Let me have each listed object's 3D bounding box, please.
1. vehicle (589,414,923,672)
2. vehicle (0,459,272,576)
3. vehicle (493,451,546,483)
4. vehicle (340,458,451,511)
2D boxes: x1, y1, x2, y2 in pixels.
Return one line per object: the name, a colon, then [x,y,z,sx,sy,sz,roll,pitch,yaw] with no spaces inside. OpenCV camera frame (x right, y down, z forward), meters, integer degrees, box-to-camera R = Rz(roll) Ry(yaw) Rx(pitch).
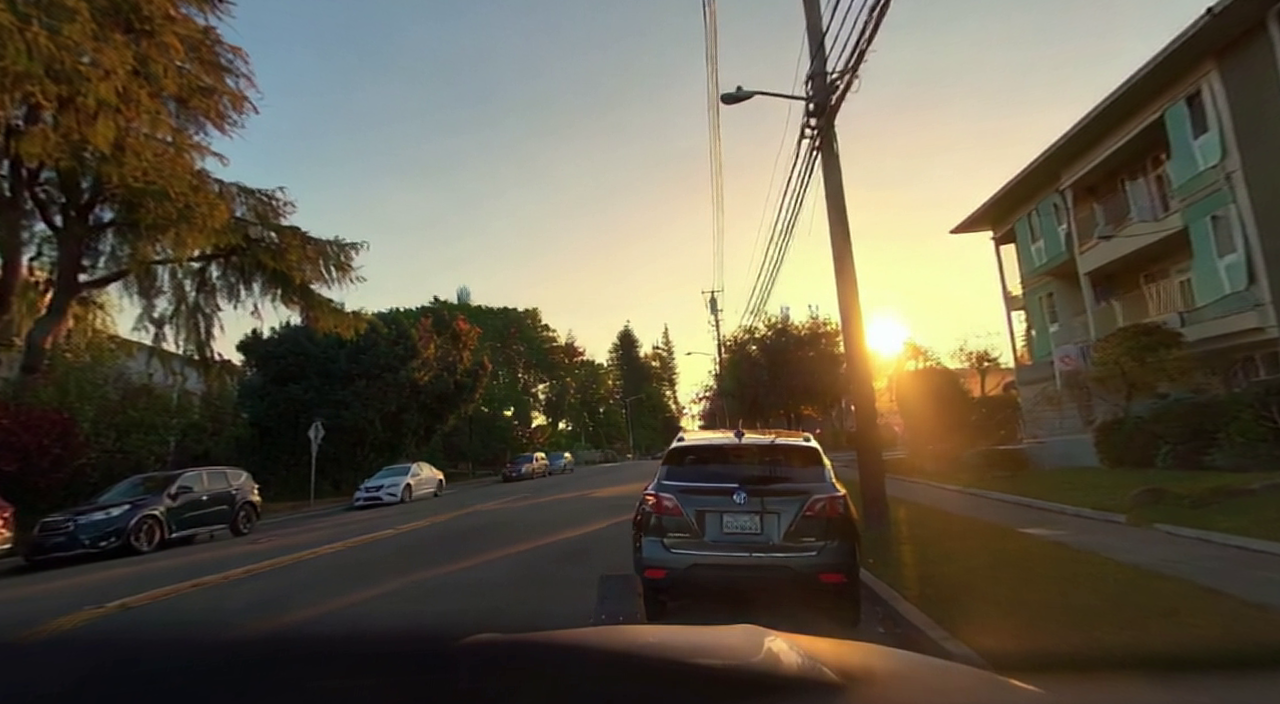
vehicle: [0.965,1.514,6.314,2.030,1.535,4.683,-1,-8,7]
vehicle: [-10.131,3.234,13.119,2.068,1.745,4.579,-8,-10,3]
vehicle: [-7.519,7.212,39.893,2.011,1.801,4.676,-1,-8,6]
vehicle: [-9.393,5.084,24.723,2.017,1.582,4.664,-8,-10,6]
